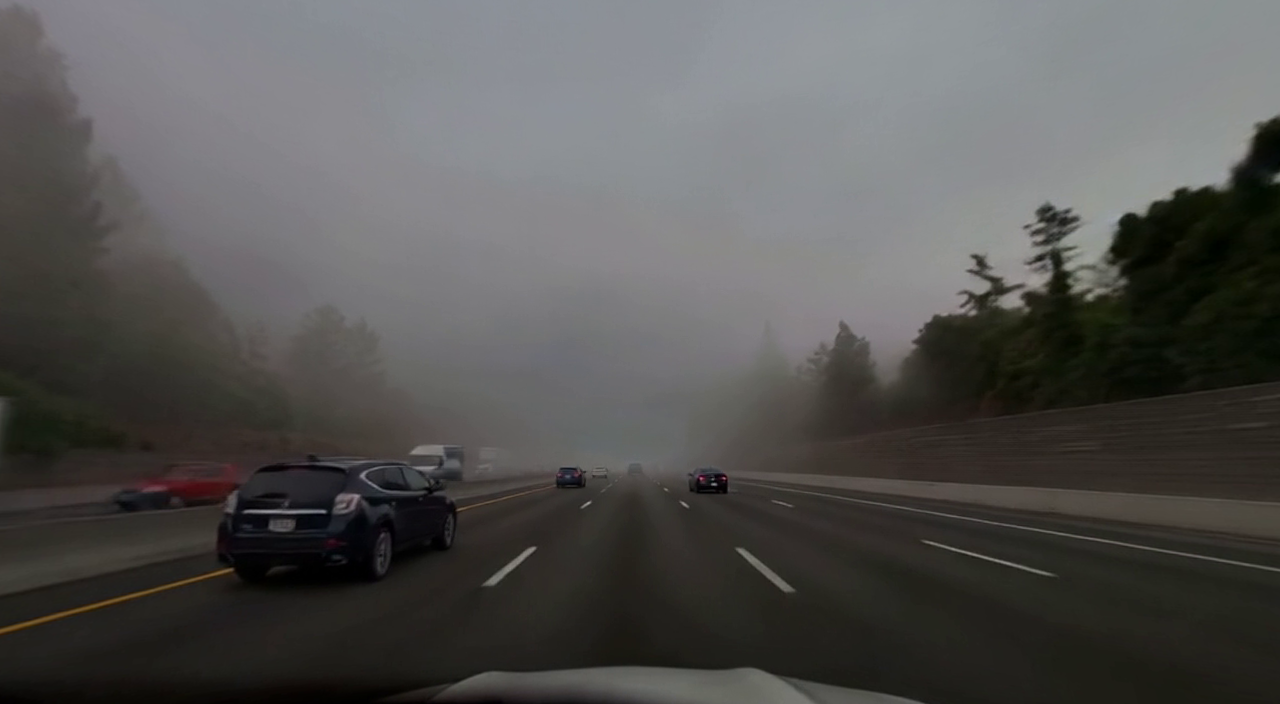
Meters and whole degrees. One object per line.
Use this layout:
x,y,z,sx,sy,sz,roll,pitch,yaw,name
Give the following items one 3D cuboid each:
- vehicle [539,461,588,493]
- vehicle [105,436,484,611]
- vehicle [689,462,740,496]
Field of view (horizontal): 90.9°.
-3.781,6.309,31.866,2.000,1.484,3.995,1,-11,-1,vehicle
-3.576,1.922,7.885,2.004,1.468,4.812,1,-11,0,vehicle
3.620,6.309,31.471,1.981,1.516,4.109,1,-11,-1,vehicle
